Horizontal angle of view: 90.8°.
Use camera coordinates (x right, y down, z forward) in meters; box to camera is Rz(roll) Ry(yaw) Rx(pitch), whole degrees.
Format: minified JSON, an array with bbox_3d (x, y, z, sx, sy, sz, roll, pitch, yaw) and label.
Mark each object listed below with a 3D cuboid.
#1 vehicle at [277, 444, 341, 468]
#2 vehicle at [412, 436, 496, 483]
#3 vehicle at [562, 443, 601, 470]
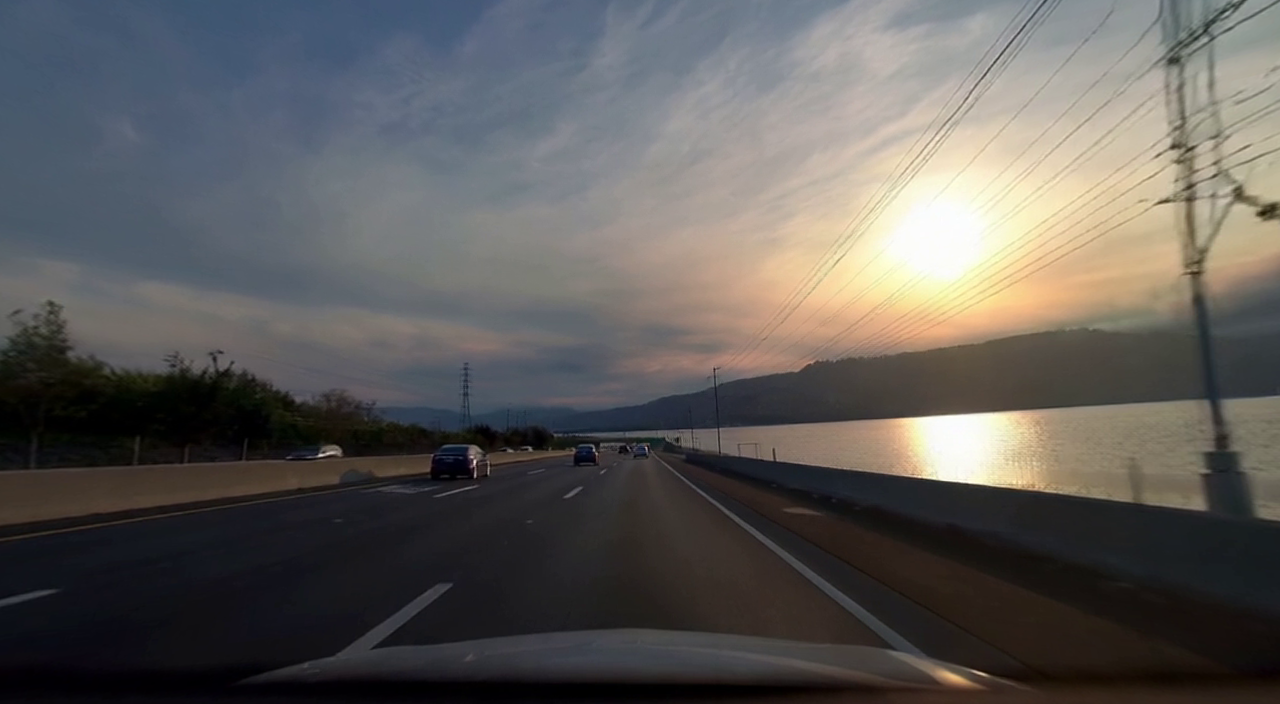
[{"bbox_3d":[-22.634,7.141,43.404,1.932,1.530,4.473,0,-8,0],"label":"vehicle"},{"bbox_3d":[-7.454,4.330,25.790,2.050,1.717,4.418,0,-8,0],"label":"vehicle"},{"bbox_3d":[-3.505,6.359,38.609,1.957,1.494,4.207,0,-8,1],"label":"vehicle"}]
